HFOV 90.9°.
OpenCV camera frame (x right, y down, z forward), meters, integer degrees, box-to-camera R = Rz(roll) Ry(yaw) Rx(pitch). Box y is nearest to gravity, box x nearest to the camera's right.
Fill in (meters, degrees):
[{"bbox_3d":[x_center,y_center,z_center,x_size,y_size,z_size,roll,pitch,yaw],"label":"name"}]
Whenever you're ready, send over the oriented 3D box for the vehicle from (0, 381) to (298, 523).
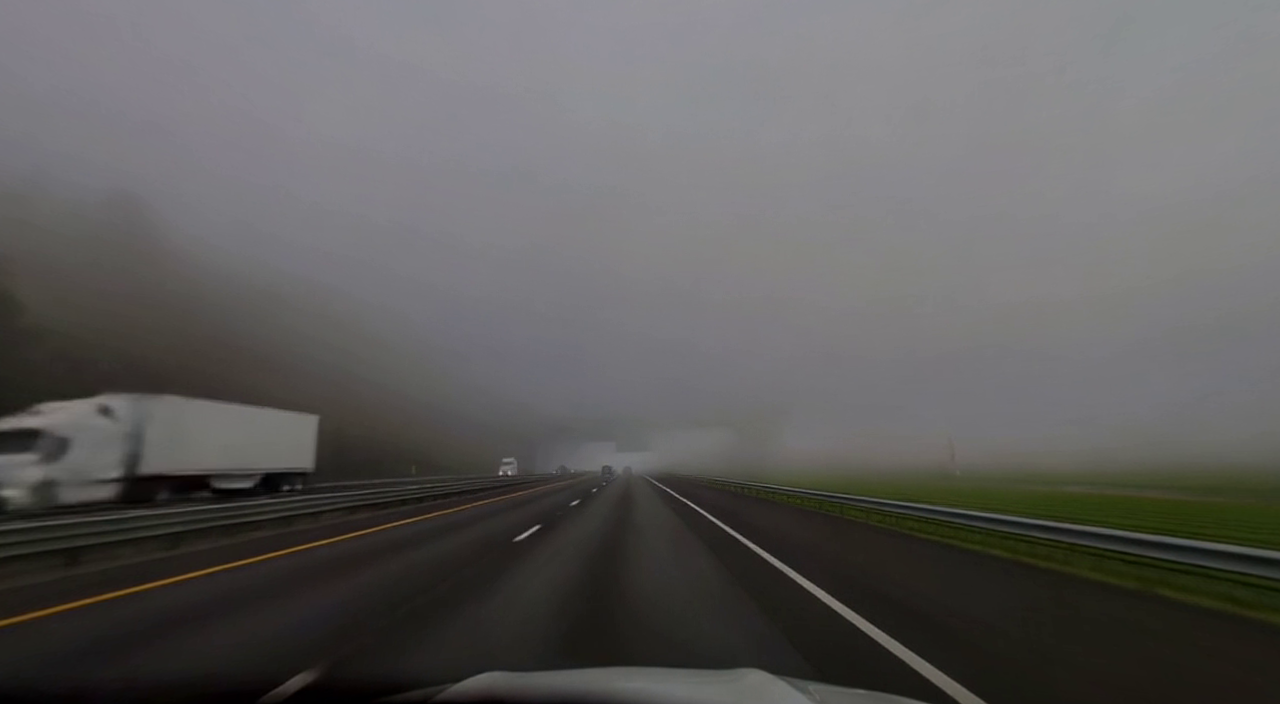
[{"bbox_3d":[-16.406,3.570,21.922,2.932,3.708,10.622,1,-10,0],"label":"vehicle"}]
